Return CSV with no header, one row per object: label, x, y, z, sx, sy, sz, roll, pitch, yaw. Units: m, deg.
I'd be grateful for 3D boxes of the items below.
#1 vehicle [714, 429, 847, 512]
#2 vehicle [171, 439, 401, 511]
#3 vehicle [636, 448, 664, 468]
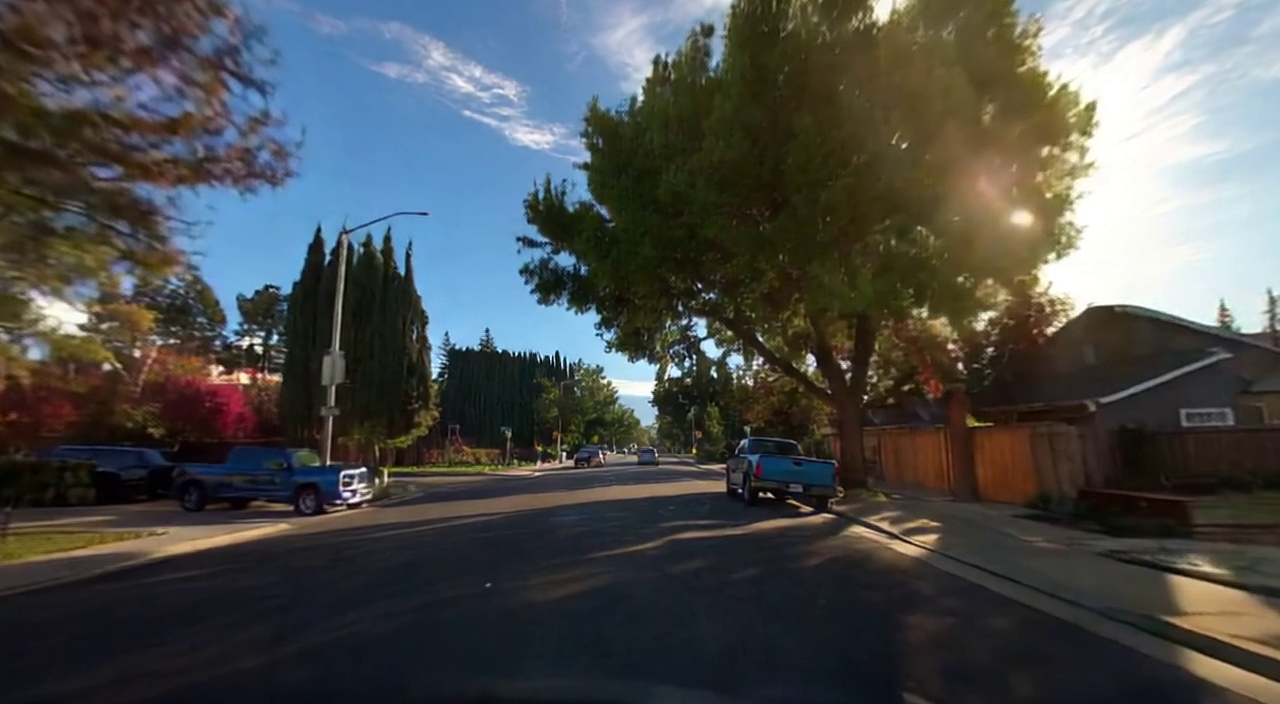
vehicle,3.610,3.194,17.656,2.394,1.901,5.759,0,-9,0
vehicle,-9.319,3.239,16.950,4.947,1.769,2.023,0,-9,2
vehicle,0.735,8.085,48.370,2.064,1.477,3.968,0,-9,1
